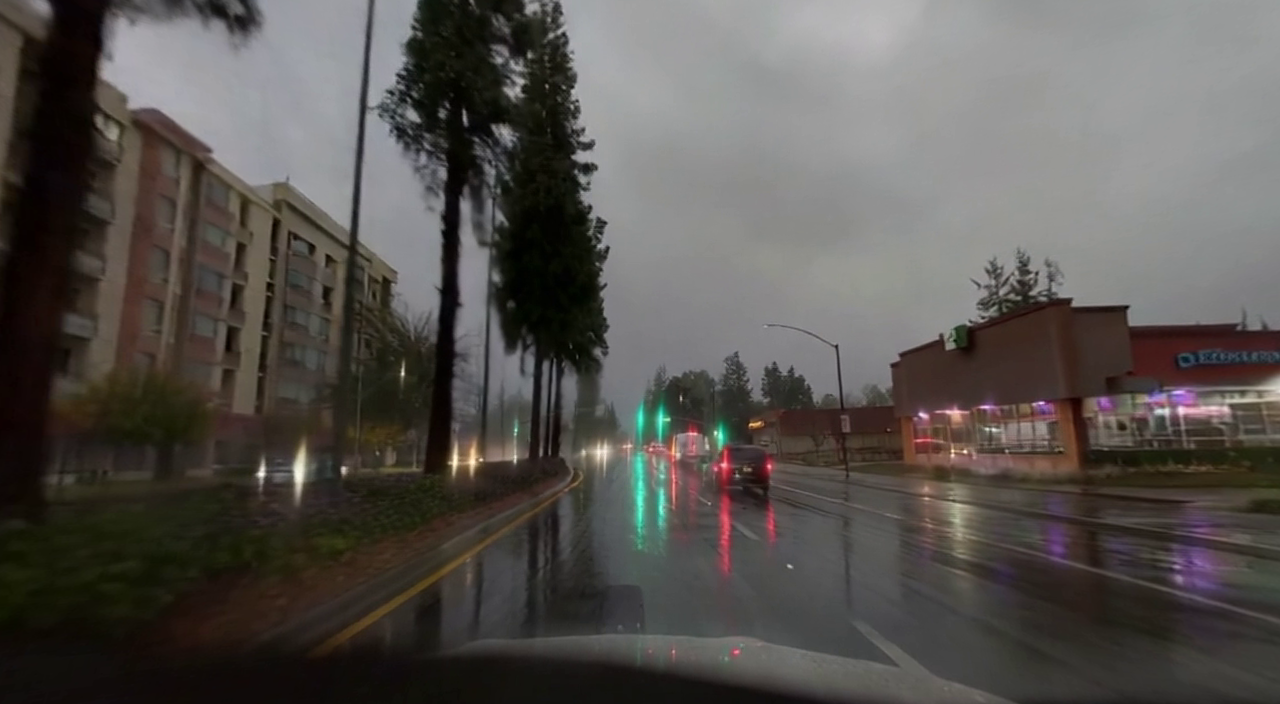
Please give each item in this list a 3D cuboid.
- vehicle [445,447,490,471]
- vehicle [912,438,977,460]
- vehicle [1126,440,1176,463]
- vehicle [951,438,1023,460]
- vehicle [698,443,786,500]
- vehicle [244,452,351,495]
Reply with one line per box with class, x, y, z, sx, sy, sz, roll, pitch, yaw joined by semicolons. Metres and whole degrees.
vehicle;-13.298;8.256;49.016;1.987;1.579;4.739;-3;-8;2
vehicle;19.358;6.161;40.267;3.361;1.321;1.571;2;-8;-7
vehicle;40.226;7.833;49.795;2.355;1.684;4.061;-4;-9;30
vehicle;19.277;5.394;35.157;3.242;1.165;1.363;1;-7;-5
vehicle;3.143;3.754;20.299;2.041;1.531;4.236;1;-8;-1
vehicle;-14.284;5.038;26.664;1.988;1.527;4.359;0;-8;2
